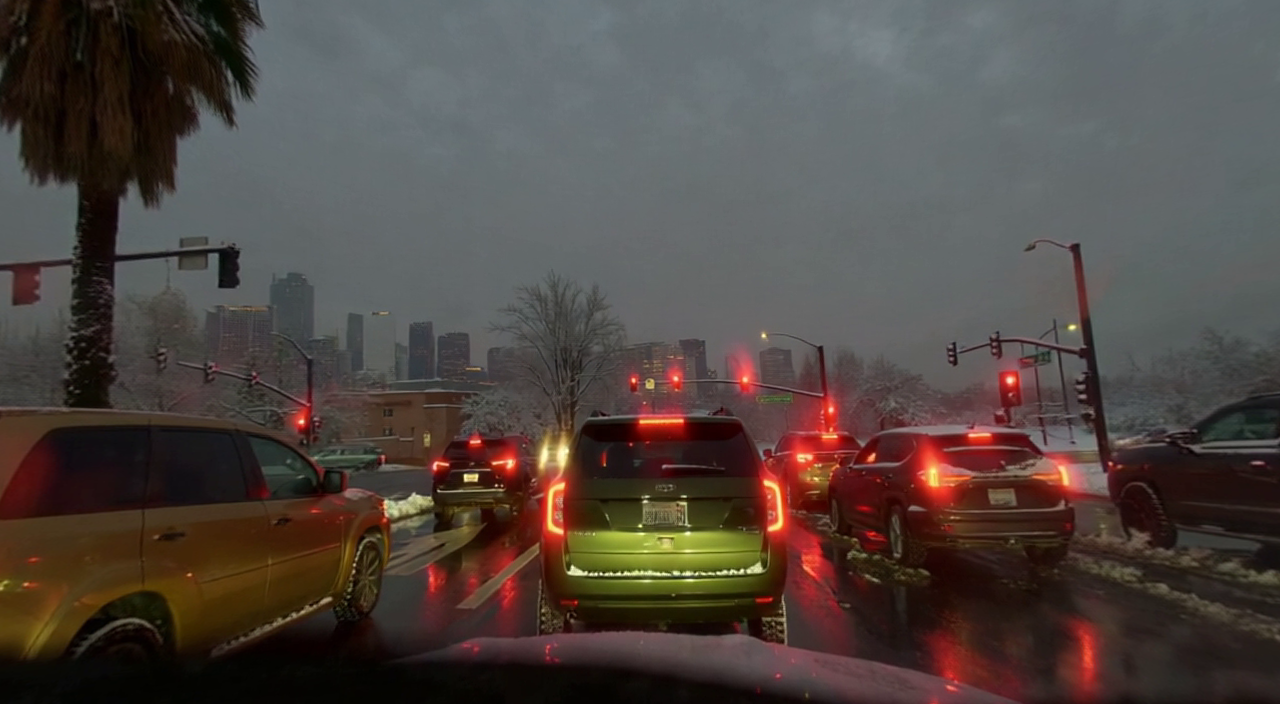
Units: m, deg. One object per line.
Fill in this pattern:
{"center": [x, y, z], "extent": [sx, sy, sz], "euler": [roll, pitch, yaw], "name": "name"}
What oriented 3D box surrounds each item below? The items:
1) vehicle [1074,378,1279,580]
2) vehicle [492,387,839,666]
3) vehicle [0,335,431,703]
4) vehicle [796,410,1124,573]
{"center": [7.333, 1.211, 5.975], "extent": [2.337, 1.925, 5.728], "euler": [0, -8, 1], "name": "vehicle"}
{"center": [0.187, 1.377, 6.008], "extent": [2.123, 1.704, 4.128], "euler": [0, -8, 1], "name": "vehicle"}
{"center": [-3.149, 1.088, 3.904], "extent": [2.171, 1.702, 4.416], "euler": [0, -9, 0], "name": "vehicle"}
{"center": [4.038, 1.864, 9.277], "extent": [2.072, 1.704, 5.170], "euler": [0, -8, -1], "name": "vehicle"}
